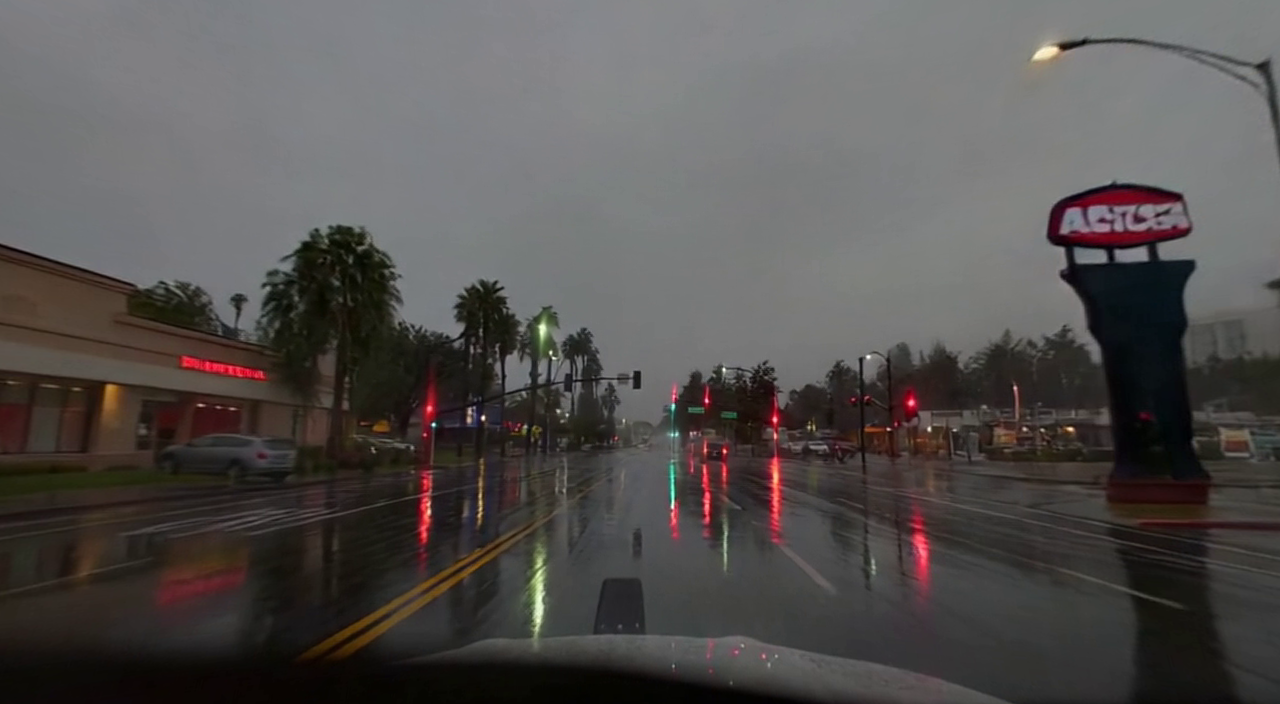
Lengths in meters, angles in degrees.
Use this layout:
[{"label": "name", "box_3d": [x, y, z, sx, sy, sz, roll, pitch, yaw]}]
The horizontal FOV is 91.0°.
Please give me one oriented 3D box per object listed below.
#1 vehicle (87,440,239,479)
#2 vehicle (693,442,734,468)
[{"label": "vehicle", "box_3d": [-18.206, 4.105, 24.170, 4.277, 1.453, 1.913, 0, -8, 0]}, {"label": "vehicle", "box_3d": [4.536, 6.449, 39.552, 2.065, 1.507, 4.225, 0, -9, 0]}]
